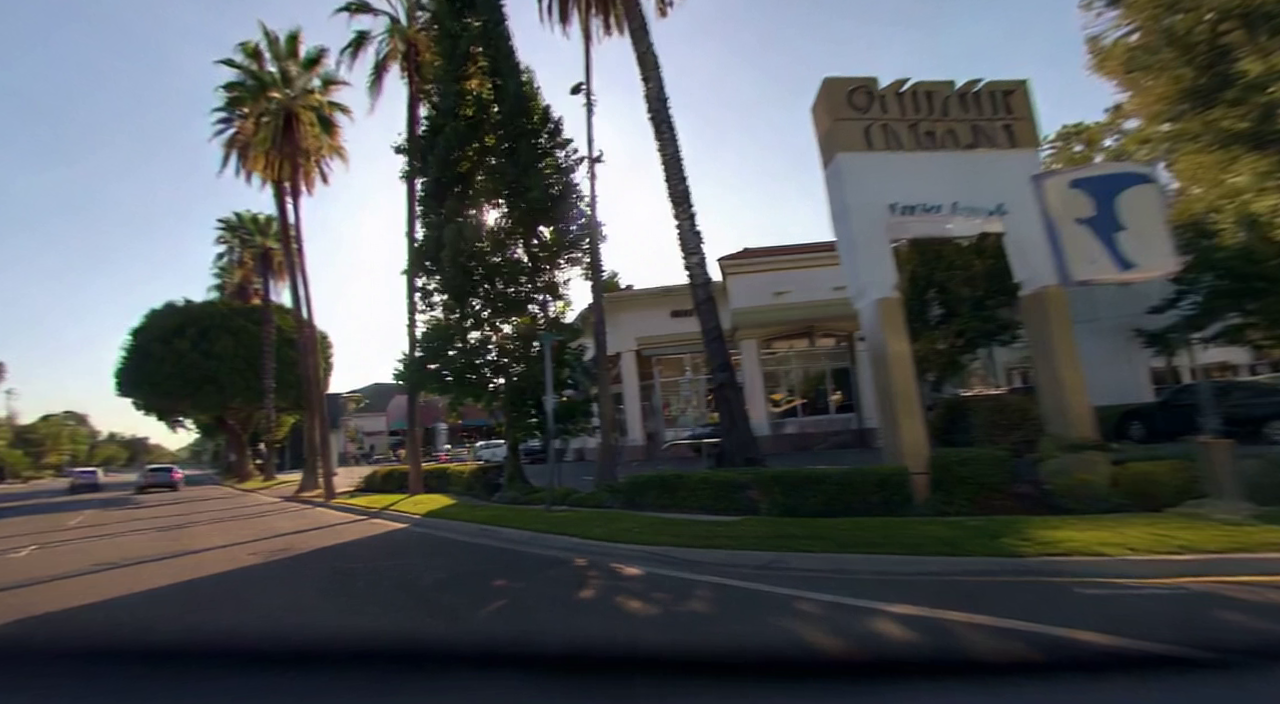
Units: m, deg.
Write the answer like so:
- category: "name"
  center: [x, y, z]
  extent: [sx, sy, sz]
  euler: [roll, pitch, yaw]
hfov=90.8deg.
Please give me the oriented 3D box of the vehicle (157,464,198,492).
- category: "vehicle"
  center: [-32.640, 8.812, 44.558]
  extent: [2.018, 1.719, 4.369]
  euler: [6, -11, -38]

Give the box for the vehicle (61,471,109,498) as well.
- category: "vehicle"
  center: [-37.165, 8.843, 42.395]
  extent: [1.976, 1.524, 4.385]
  euler: [6, -10, -37]
